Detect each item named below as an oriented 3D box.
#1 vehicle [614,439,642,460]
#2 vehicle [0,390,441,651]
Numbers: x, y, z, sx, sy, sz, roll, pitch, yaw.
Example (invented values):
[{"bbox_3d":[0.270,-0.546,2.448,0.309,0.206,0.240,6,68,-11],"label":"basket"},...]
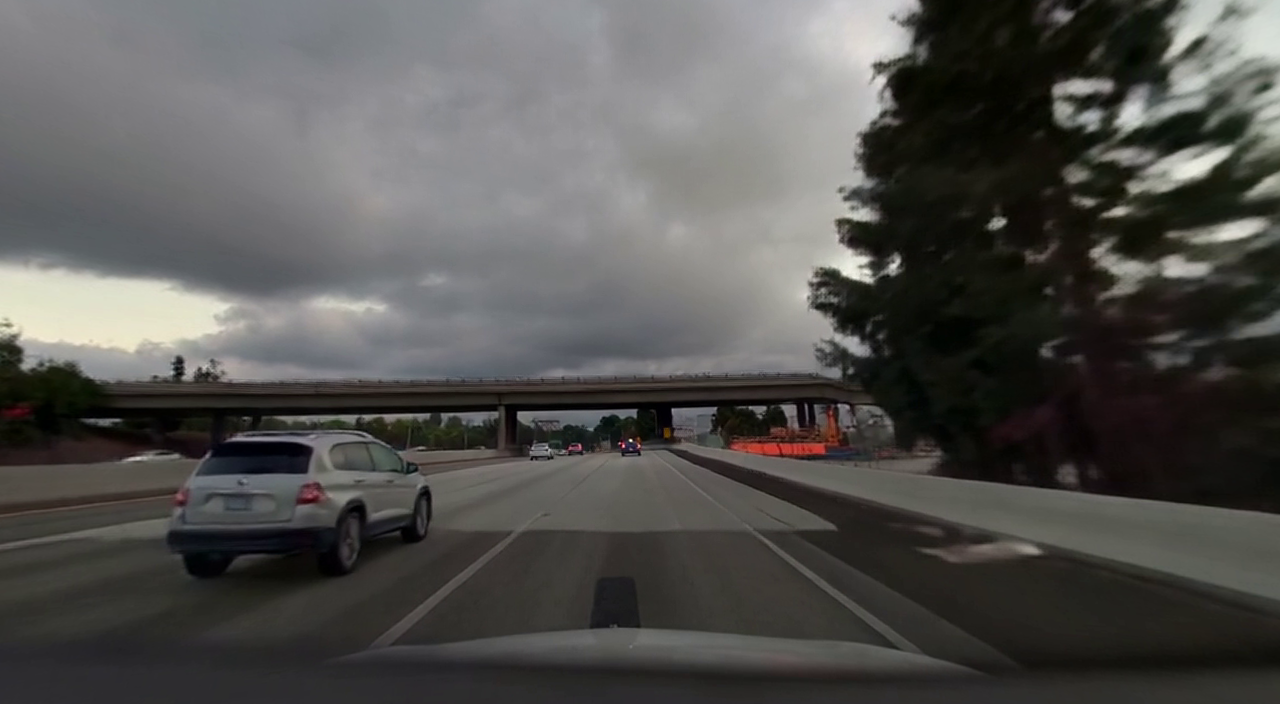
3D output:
[{"bbox_3d":[-0.916,7.296,47.242,2.051,1.459,4.092,0,-8,-1],"label":"vehicle"},{"bbox_3d":[-3.625,1.383,6.193,2.024,1.655,4.192,0,-8,-1],"label":"vehicle"}]
